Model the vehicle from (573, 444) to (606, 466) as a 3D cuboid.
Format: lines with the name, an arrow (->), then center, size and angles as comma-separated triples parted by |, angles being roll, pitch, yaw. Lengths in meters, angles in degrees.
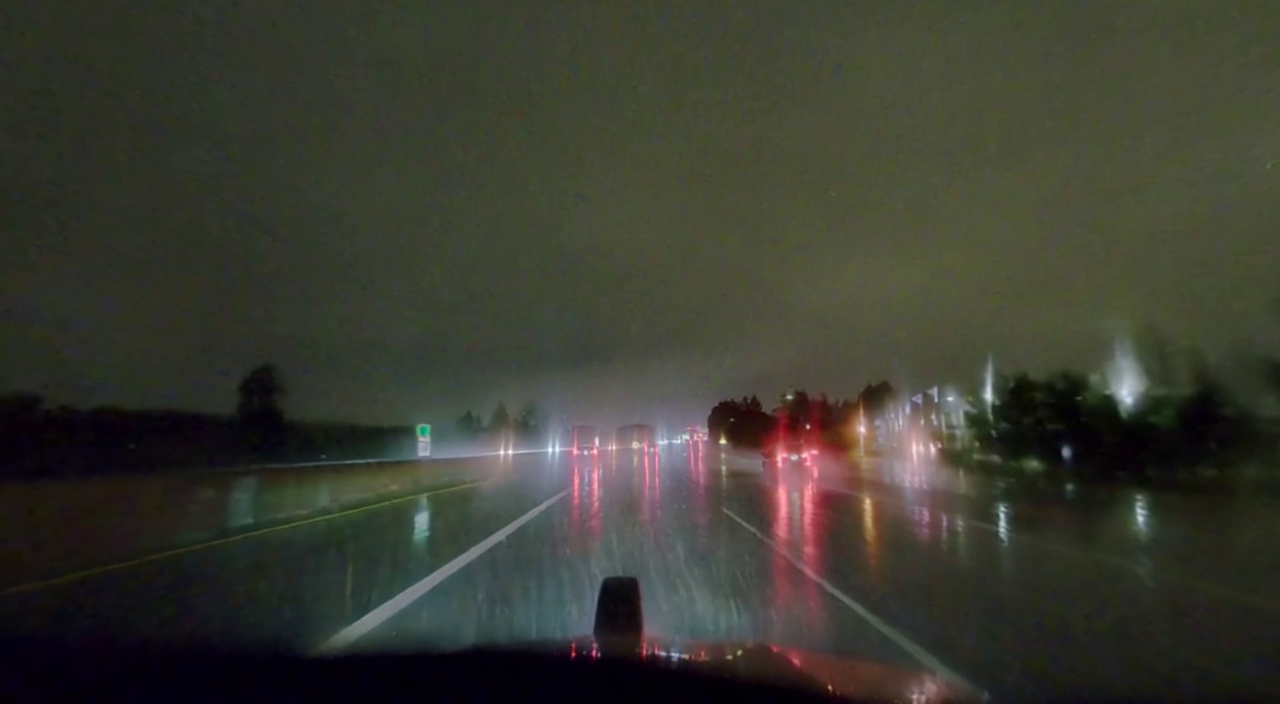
vehicle -> -3.609, 7.498, 45.802 | 2.001, 1.521, 3.900 | -1, -9, 1
